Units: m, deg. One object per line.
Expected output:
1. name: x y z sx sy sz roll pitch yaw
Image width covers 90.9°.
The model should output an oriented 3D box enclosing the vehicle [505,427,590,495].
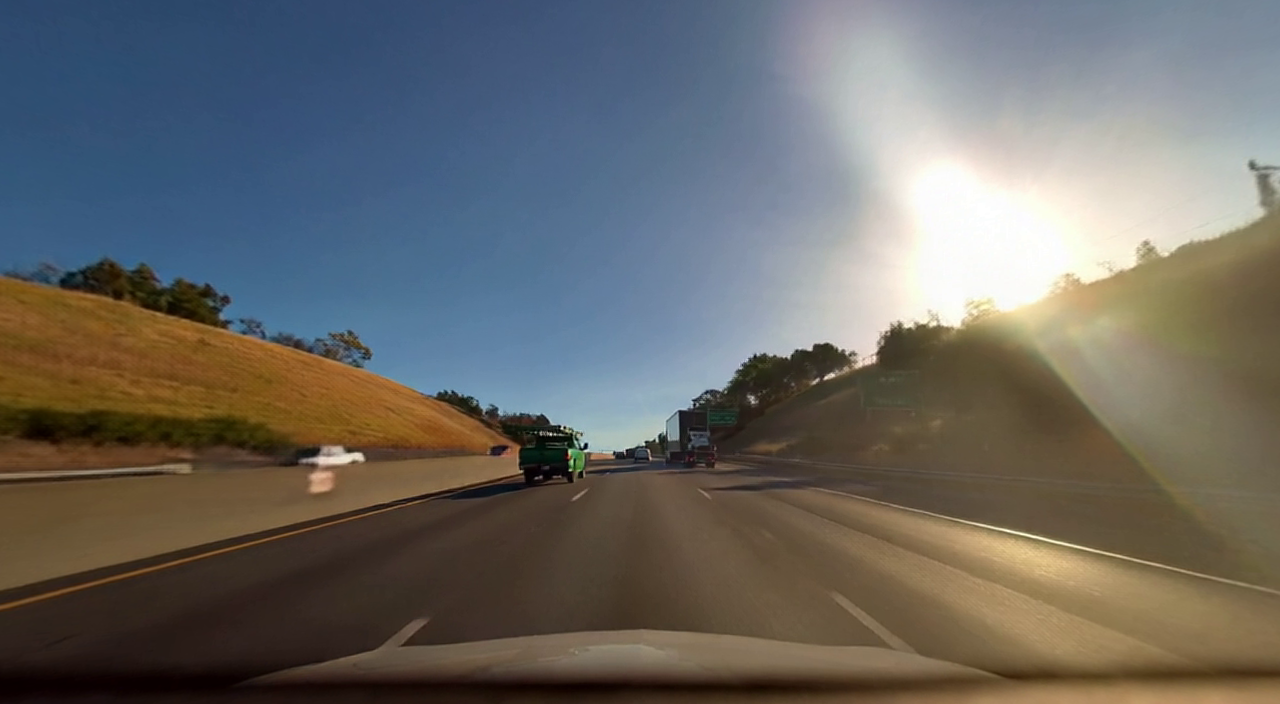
1. vehicle: -2.996 3.651 21.427 2.142 2.044 4.446 0 -9 1

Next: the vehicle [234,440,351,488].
1. vehicle: -14.521 4.695 26.747 2.078 1.797 4.966 0 -9 1

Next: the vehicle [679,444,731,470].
1. vehicle: 4.292 7.204 43.514 2.654 1.574 9.537 -1 -9 0

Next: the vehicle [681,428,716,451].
1. vehicle: 4.123 6.256 44.796 1.968 1.547 4.215 0 -9 -2

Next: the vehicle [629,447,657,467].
1. vehicle: 0.231 8.225 49.565 2.086 1.497 3.681 0 -9 0

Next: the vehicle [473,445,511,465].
1. vehicle: -11.231 7.845 48.109 1.939 1.460 4.031 0 -8 -1
